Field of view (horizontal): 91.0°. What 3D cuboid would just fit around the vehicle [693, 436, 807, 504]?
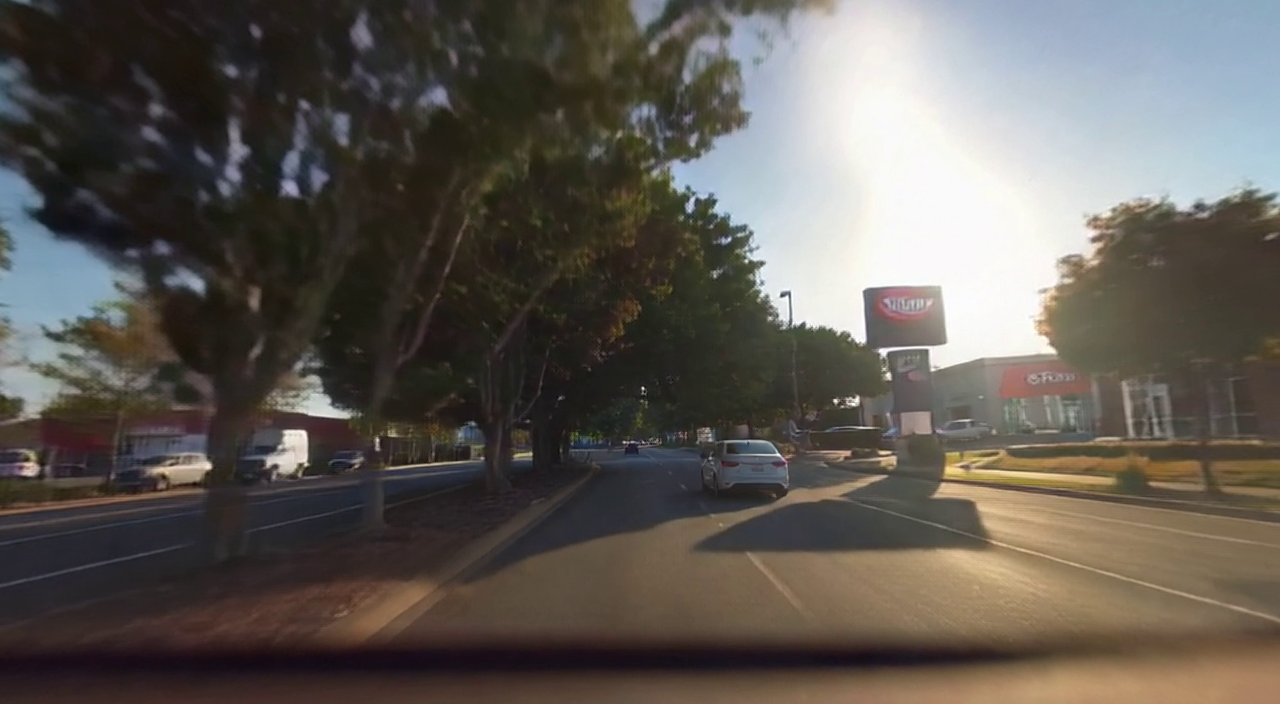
[{"bbox_3d":[2.601,2.912,16.036,2.015,1.479,4.444,0,-9,-1],"label":"vehicle"}]

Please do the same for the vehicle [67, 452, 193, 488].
[{"bbox_3d":[-28.069,6.479,34.890,5.029,1.760,2.153,5,-10,-30],"label":"vehicle"}]

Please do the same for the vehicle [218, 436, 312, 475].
[{"bbox_3d":[-28.309,7.808,47.632,5.802,2.743,2.245,5,-10,-32],"label":"vehicle"}]
